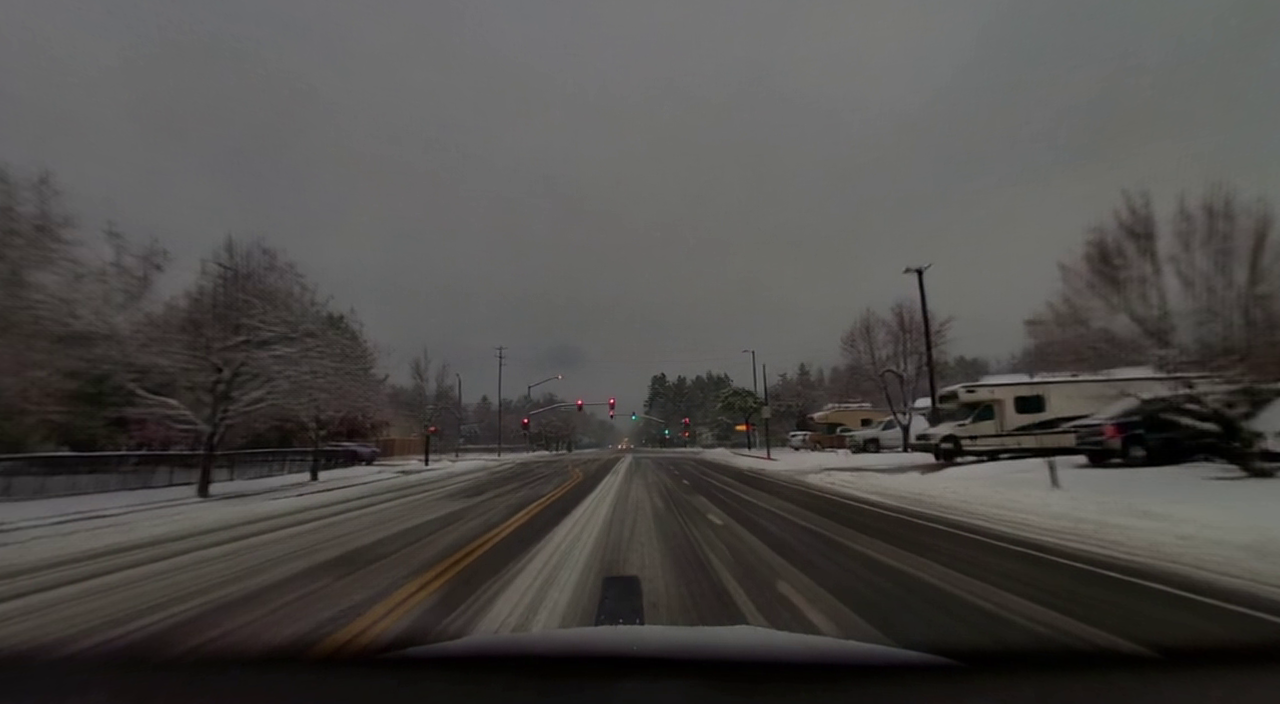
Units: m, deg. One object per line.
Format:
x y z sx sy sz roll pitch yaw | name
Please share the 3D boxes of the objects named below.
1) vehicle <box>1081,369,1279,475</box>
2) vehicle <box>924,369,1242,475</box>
16.104 1.892 16.698 6.894 2.500 2.853 1 -8 -5 | vehicle
15.671 2.533 22.837 9.450 3.499 2.789 0 -8 -3 | vehicle
